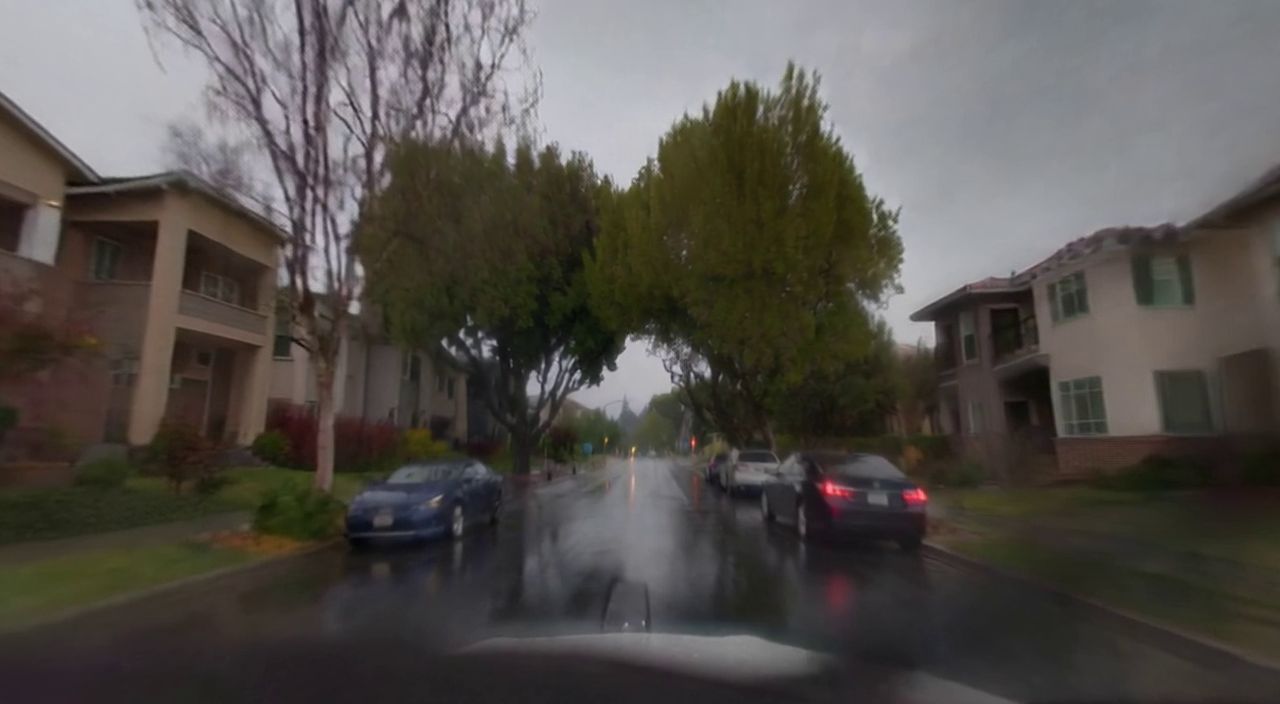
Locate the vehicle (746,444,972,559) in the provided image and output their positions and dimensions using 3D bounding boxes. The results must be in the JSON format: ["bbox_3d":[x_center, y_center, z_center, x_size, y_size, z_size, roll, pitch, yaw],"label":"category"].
[{"bbox_3d":[3.288,2.360,10.864,2.000,1.456,5.251,0,-9,0],"label":"vehicle"}]

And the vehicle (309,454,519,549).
[{"bbox_3d":[-3.681,2.497,11.211,1.995,1.330,4.080,-1,-9,4],"label":"vehicle"}]
